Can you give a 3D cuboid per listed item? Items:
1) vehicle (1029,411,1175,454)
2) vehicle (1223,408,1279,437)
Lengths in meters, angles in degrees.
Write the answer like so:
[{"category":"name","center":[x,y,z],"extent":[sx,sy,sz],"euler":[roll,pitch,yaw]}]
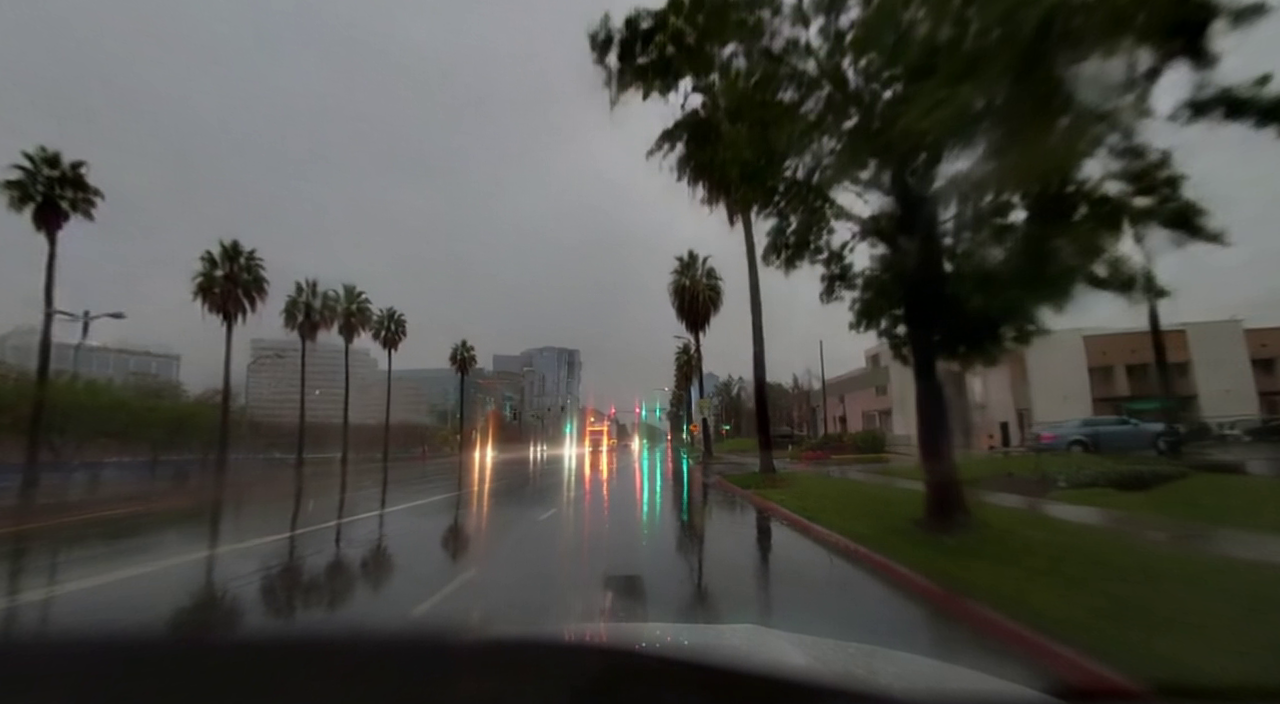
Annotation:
[{"category":"vehicle","center":[16.391,2.868,22.386],"extent":[3.945,1.463,1.684],"euler":[0,-8,-5]},{"category":"vehicle","center":[36.785,4.143,36.480],"extent":[1.794,1.535,4.466],"euler":[-1,-8,6]}]
